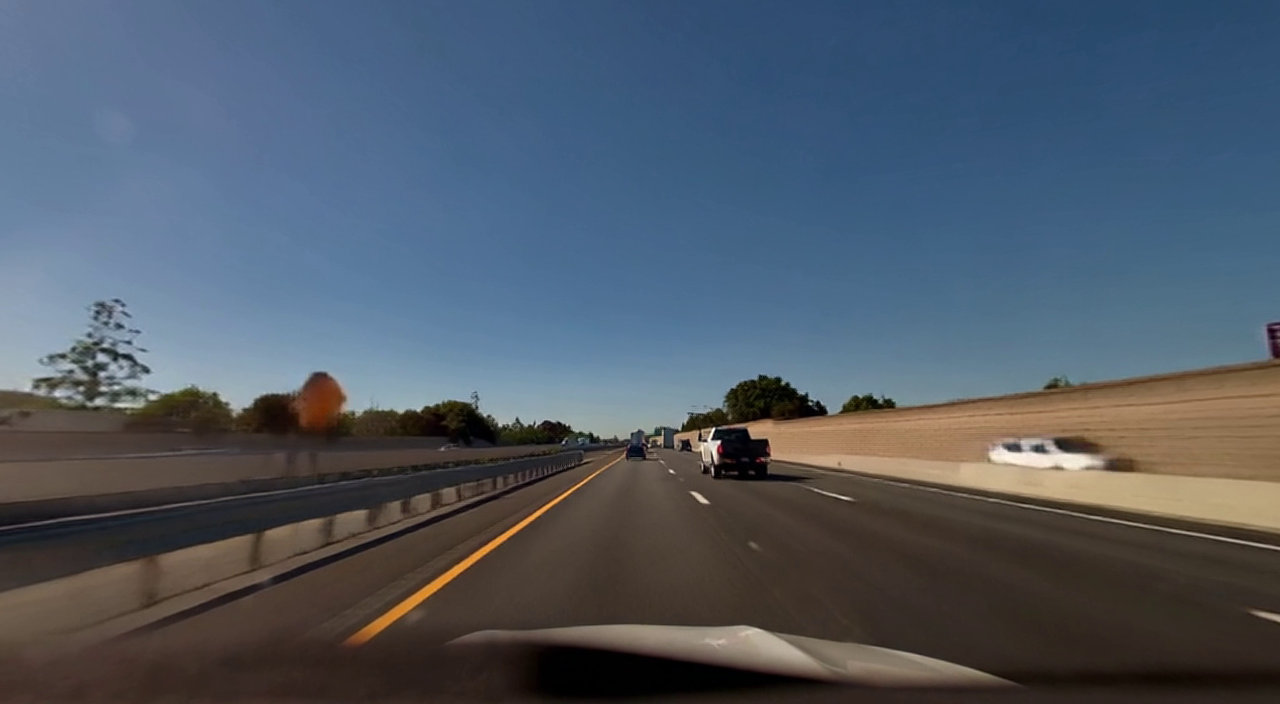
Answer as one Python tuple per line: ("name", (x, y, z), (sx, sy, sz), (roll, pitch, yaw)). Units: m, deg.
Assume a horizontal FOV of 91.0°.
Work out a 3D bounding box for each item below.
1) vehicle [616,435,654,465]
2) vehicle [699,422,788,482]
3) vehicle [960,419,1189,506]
("vehicle", (-0.278, 5.848, 37.656), (2.142, 1.664, 4.076), (0, -9, 0))
("vehicle", (3.463, 3.482, 21.999), (2.269, 1.839, 4.554), (0, -9, -1))
("vehicle", (10.428, 2.703, 15.770), (2.161, 1.824, 4.876), (0, -9, -1))
